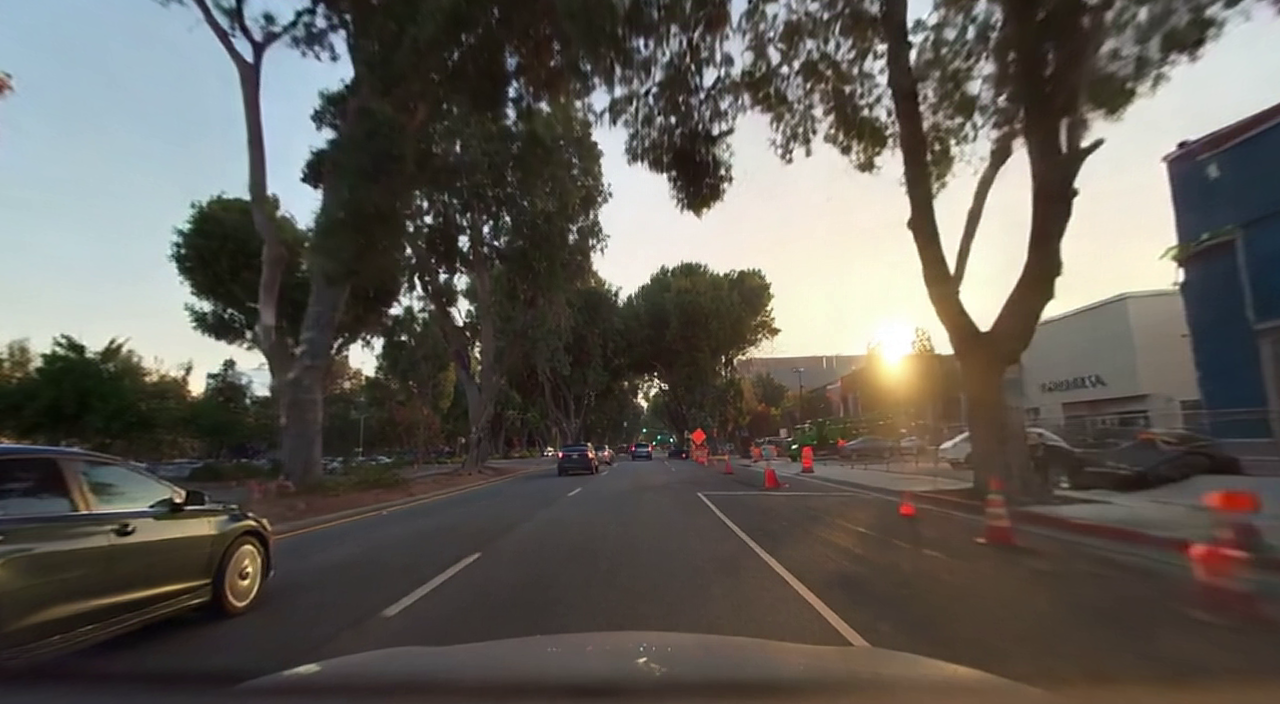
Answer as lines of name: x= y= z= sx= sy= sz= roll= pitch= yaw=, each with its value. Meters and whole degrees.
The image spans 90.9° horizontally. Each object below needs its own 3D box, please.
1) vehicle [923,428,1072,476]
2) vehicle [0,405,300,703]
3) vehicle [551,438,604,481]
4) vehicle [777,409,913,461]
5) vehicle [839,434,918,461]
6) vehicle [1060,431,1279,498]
vehicle: x=13.877 y=3.908 z=24.794 sx=4.804 sy=1.695 sz=2.055 roll=-4 pitch=-9 yaw=26
vehicle: x=-3.985 y=1.126 z=3.665 sx=1.856 sy=1.540 sz=3.733 roll=0 pitch=-8 yaw=1
vehicle: x=-2.603 y=4.527 z=26.832 sx=2.038 sy=1.682 sz=4.399 roll=1 pitch=-9 yaw=-4
vehicle: x=15.044 y=6.148 z=46.714 sx=8.949 sy=3.673 sz=3.044 roll=0 pitch=-8 yaw=-2
vehicle: x=15.814 y=6.378 z=42.018 sx=1.874 sy=1.694 sz=4.535 roll=7 pitch=-11 yaw=-38
vehicle: x=13.384 y=2.702 z=15.392 sx=4.835 sy=1.458 sz=1.934 roll=-4 pitch=-9 yaw=23
